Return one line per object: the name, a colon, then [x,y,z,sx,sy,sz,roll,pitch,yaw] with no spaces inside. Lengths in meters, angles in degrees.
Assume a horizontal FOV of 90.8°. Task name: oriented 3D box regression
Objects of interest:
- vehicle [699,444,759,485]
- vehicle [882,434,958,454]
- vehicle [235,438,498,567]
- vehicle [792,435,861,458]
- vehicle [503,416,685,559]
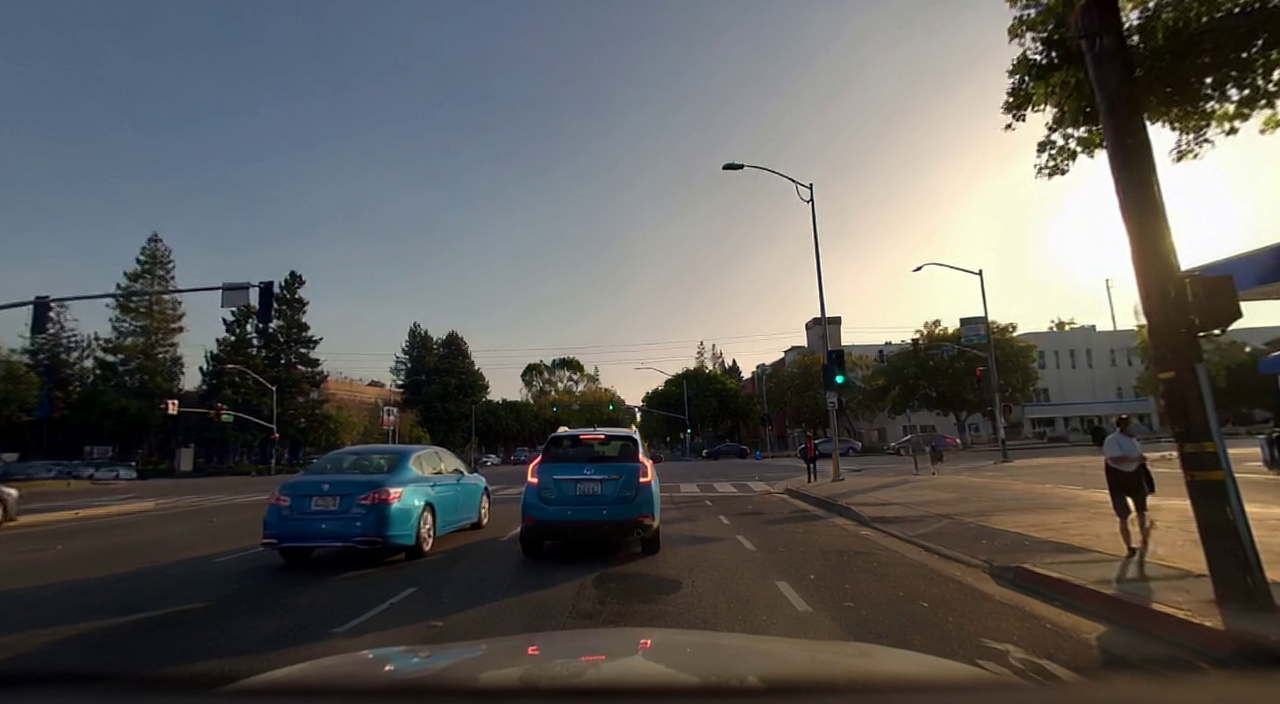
vehicle: [3.583,4.356,24.844,1.976,1.462,4.342,-2,-9,12]
vehicle: [20.746,6.831,46.936,4.700,1.417,1.789,0,-8,2]
vehicle: [-3.697,2.086,9.601,2.003,1.492,4.291,0,-8,1]
vehicle: [13.889,7.056,47.222,4.524,1.681,1.823,0,-8,-1]
vehicle: [-0.569,1.965,9.874,2.210,1.722,4.215,0,-8,0]
